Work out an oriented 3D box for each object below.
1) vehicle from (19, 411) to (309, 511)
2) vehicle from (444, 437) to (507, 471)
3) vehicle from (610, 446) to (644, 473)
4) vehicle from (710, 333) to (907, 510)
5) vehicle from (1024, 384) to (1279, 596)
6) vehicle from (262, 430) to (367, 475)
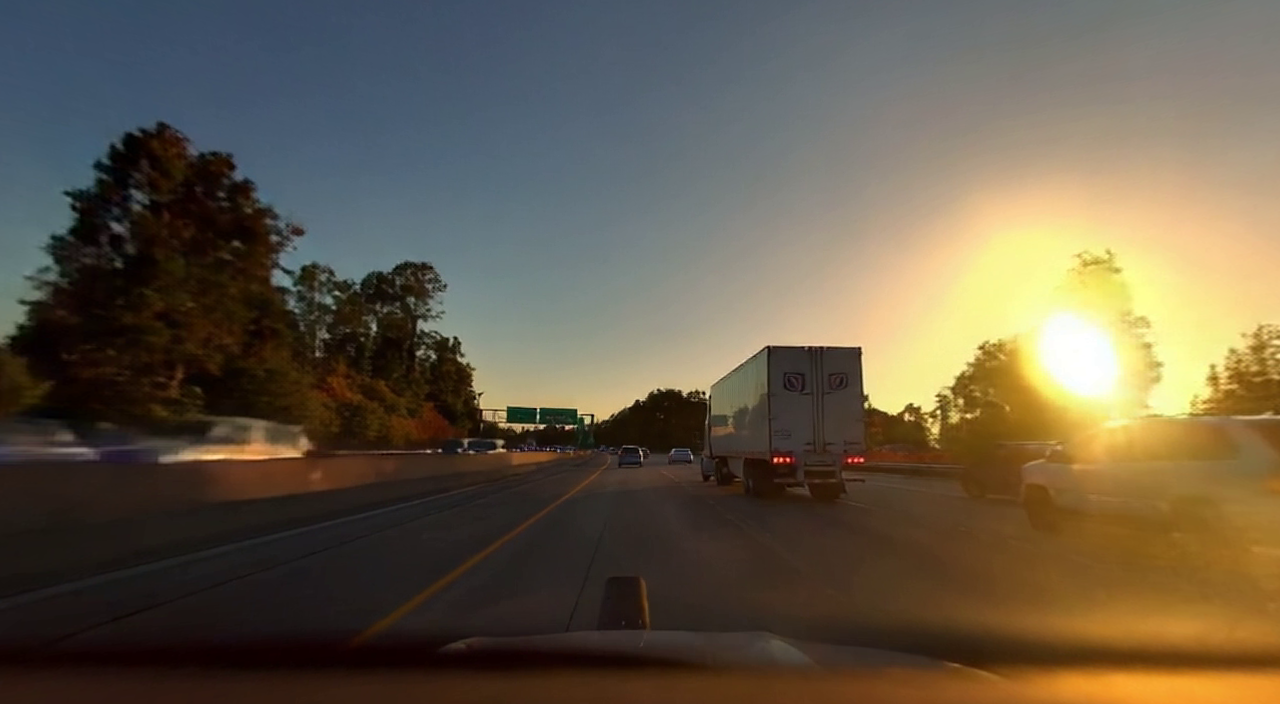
[{"bbox_3d":[-8.412,2.001,11.848,1.952,1.500,4.487,0,-9,0],"label":"vehicle"},{"bbox_3d":[-8.085,5.072,31.442,1.839,1.512,4.771,0,-9,1],"label":"vehicle"},{"bbox_3d":[-0.827,6.900,40.509,2.111,1.599,3.859,0,-9,-1],"label":"vehicle"},{"bbox_3d":[4.552,2.627,21.276,2.890,4.006,14.039,0,-9,0],"label":"vehicle"},{"bbox_3d":[6.808,1.417,6.795,2.128,1.872,5.043,0,-9,0],"label":"vehicle"},{"bbox_3d":[-11.666,3.636,22.851,1.858,1.489,3.611,0,-9,0],"label":"vehicle"}]
